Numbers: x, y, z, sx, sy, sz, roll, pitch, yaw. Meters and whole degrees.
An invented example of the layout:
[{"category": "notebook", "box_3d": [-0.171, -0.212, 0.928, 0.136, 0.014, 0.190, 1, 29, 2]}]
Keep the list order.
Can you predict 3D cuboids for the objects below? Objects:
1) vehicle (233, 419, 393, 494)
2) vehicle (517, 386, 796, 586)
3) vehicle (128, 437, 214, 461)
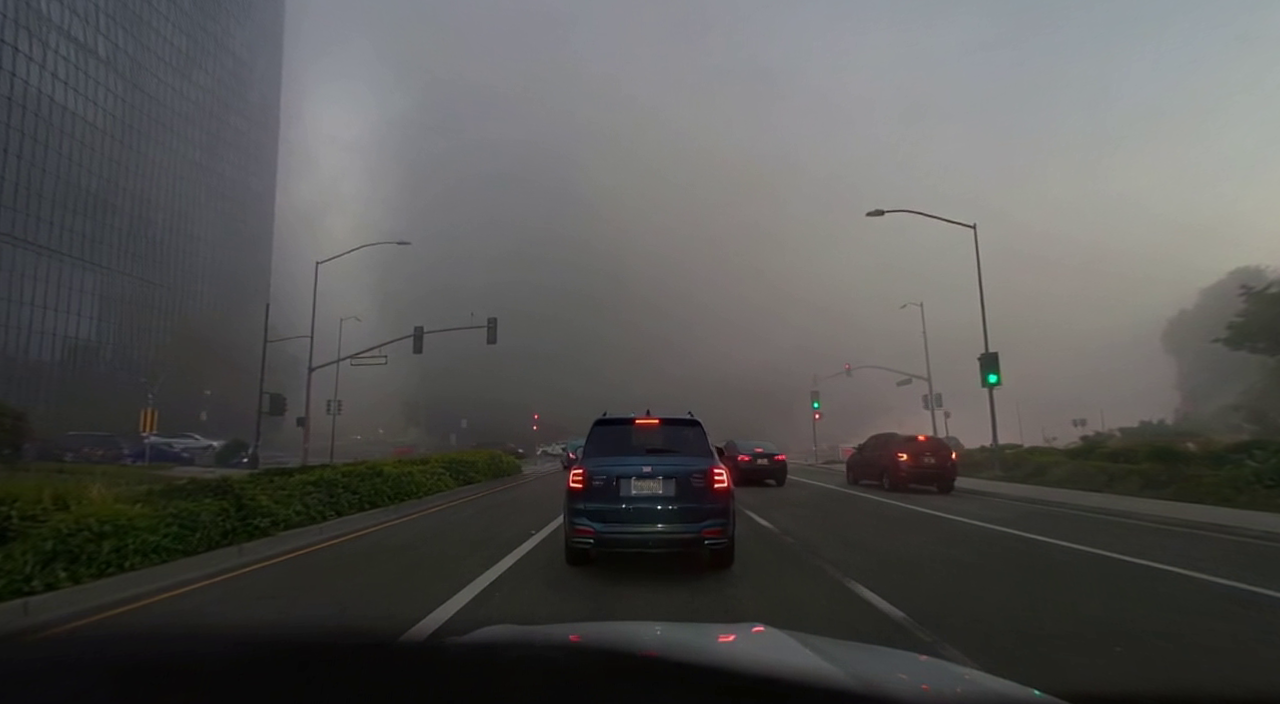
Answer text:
[{"category": "vehicle", "box_3d": [-11.481, 3.775, 22.951, 2.717, 2.310, 6.448, 1, -9, -4]}, {"category": "vehicle", "box_3d": [0.148, 1.605, 8.262, 2.601, 1.878, 4.535, 0, -9, 0]}, {"category": "vehicle", "box_3d": [-34.616, 7.175, 46.556, 4.622, 1.742, 1.965, 0, -9, -2]}]
